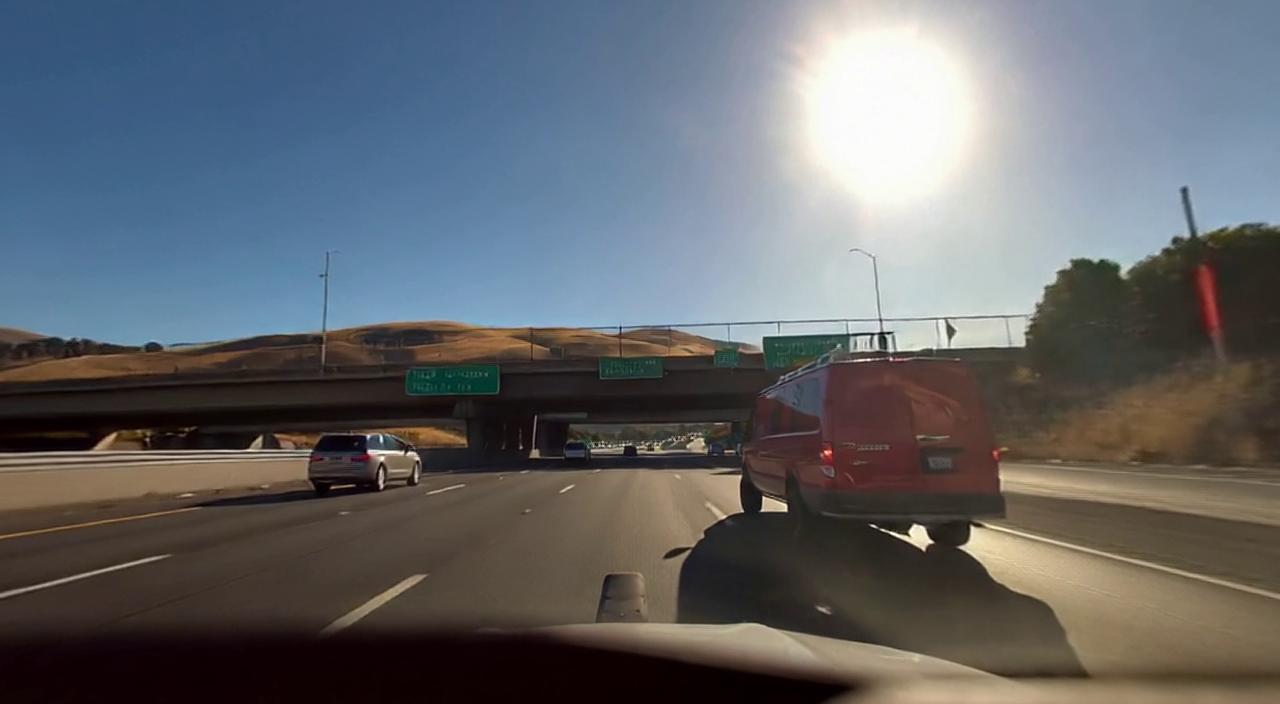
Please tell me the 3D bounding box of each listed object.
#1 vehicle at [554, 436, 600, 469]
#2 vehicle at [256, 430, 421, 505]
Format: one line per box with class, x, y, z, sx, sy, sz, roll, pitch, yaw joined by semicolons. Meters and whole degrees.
vehicle;-3.694;6.028;37.841;2.144;1.847;4.850;0;-8;1
vehicle;-7.766;3.016;16.886;2.092;1.712;4.627;0;-8;0
